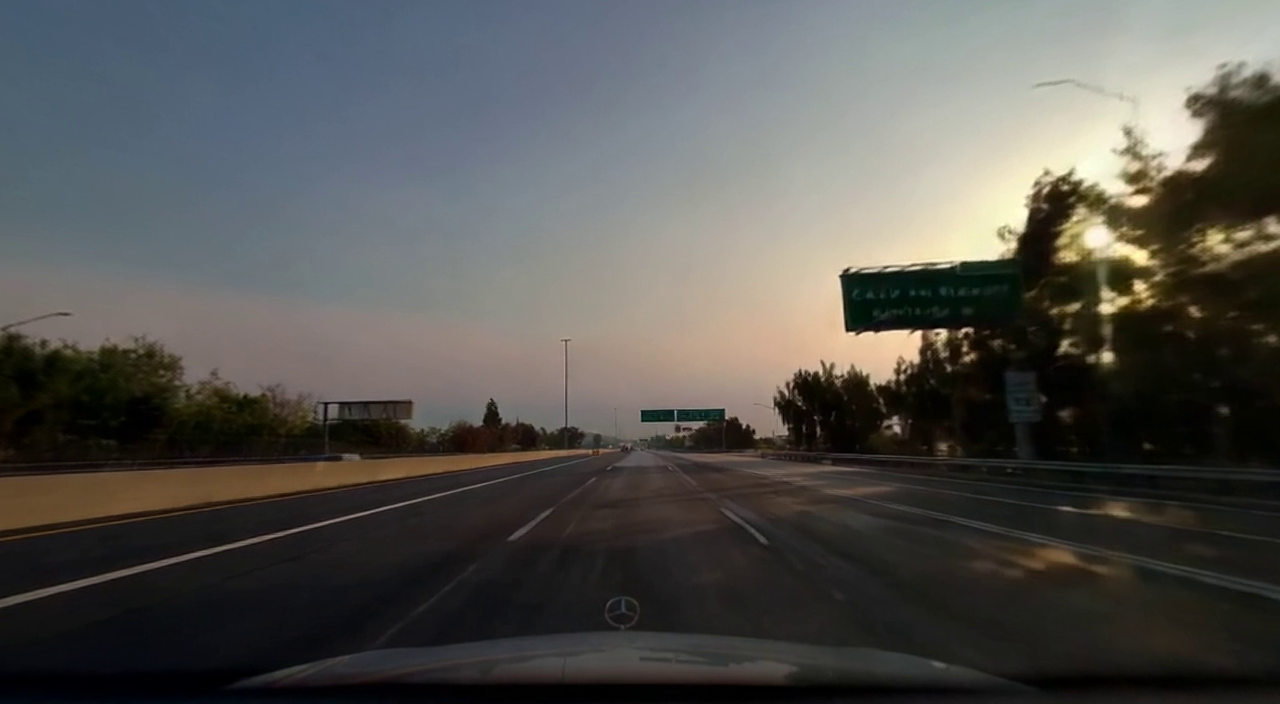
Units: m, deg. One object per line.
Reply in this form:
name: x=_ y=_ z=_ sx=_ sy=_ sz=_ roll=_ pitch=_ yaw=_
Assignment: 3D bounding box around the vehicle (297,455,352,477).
vehicle: x=-24.326 y=8.768 z=48.662 sx=1.864 sy=1.501 sz=4.468 roll=0 pitch=-9 yaw=1
